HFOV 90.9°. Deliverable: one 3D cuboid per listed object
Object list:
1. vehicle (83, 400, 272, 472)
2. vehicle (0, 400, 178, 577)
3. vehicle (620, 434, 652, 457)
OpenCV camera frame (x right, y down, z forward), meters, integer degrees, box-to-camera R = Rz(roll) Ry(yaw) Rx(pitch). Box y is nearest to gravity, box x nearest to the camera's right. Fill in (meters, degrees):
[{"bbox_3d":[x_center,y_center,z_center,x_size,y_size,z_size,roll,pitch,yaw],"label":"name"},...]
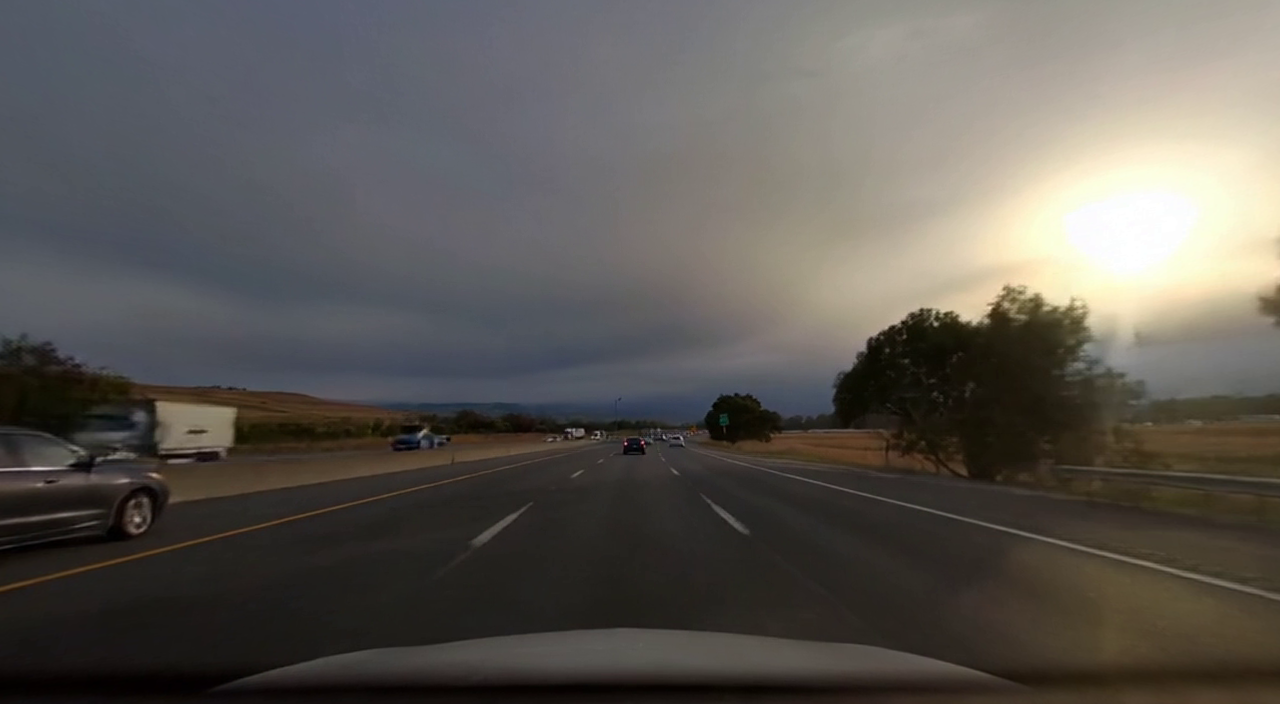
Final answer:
[{"bbox_3d":[-21.538,4.010,30.203,2.751,2.955,8.230,0,-8,0],"label":"vehicle"},{"bbox_3d":[-6.797,1.241,5.710,1.939,1.601,4.338,0,-8,-1],"label":"vehicle"},{"bbox_3d":[-0.268,6.452,43.551,2.140,1.475,3.969,0,-8,0],"label":"vehicle"}]
